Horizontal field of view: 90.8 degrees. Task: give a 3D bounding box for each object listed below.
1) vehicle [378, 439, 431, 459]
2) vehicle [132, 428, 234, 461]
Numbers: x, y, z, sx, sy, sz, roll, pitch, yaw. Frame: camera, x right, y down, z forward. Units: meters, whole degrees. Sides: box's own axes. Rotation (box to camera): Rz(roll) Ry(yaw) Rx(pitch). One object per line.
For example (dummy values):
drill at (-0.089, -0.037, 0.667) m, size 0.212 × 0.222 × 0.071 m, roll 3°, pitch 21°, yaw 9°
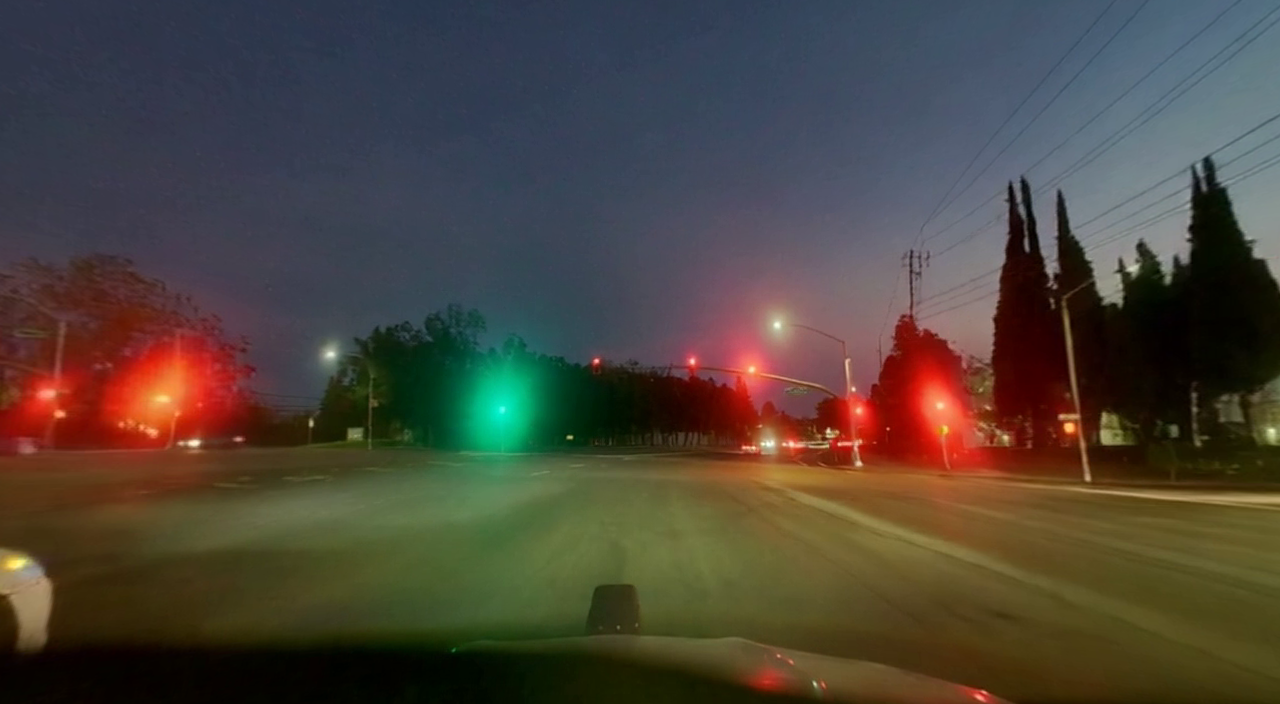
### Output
vehicle at (-18.460, 7.622, 49.798) m, size 1.844 × 1.455 × 4.538 m, roll -2°, pitch -9°, yaw 9°
vehicle at (-27.076, 5.545, 37.694) m, size 1.972 × 1.817 × 4.846 m, roll -2°, pitch -9°, yaw 9°
